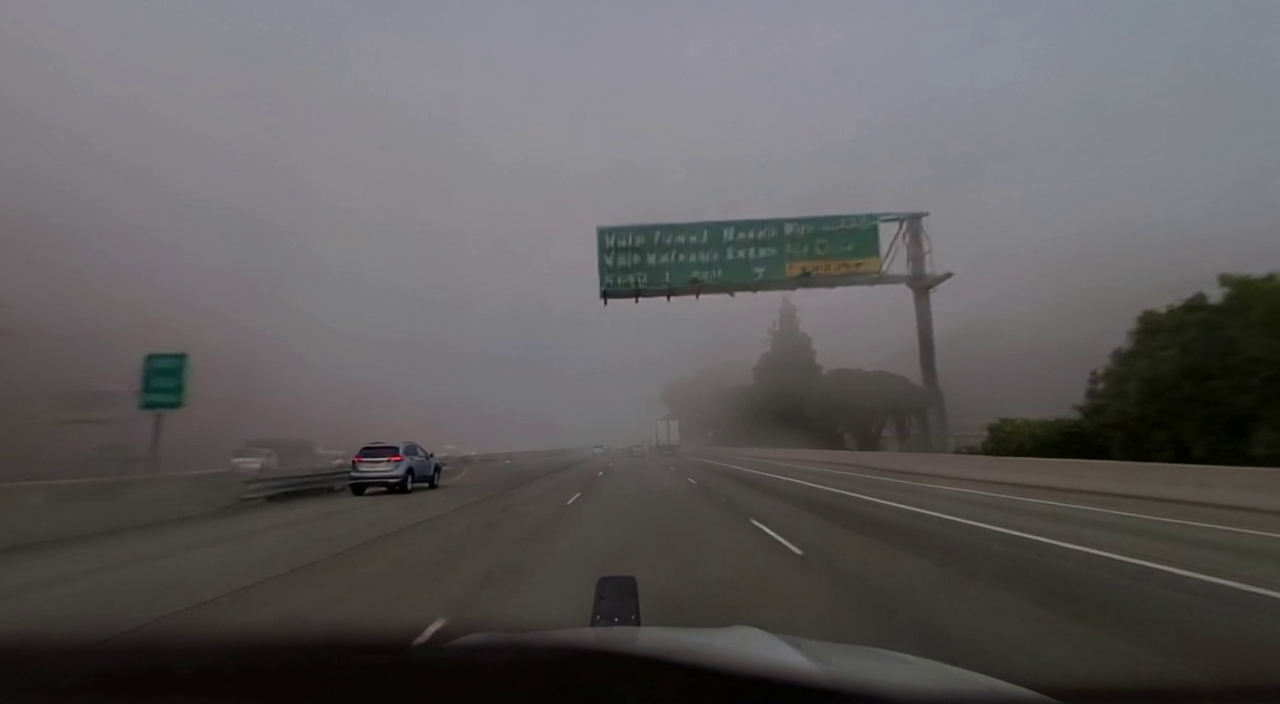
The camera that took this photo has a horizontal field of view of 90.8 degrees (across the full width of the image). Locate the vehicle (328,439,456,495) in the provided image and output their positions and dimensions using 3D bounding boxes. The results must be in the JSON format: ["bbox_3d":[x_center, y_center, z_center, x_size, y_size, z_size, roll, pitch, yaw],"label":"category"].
[{"bbox_3d":[-7.273,3.407,19.123,2.033,1.494,4.508,0,-9,0],"label":"vehicle"}]
